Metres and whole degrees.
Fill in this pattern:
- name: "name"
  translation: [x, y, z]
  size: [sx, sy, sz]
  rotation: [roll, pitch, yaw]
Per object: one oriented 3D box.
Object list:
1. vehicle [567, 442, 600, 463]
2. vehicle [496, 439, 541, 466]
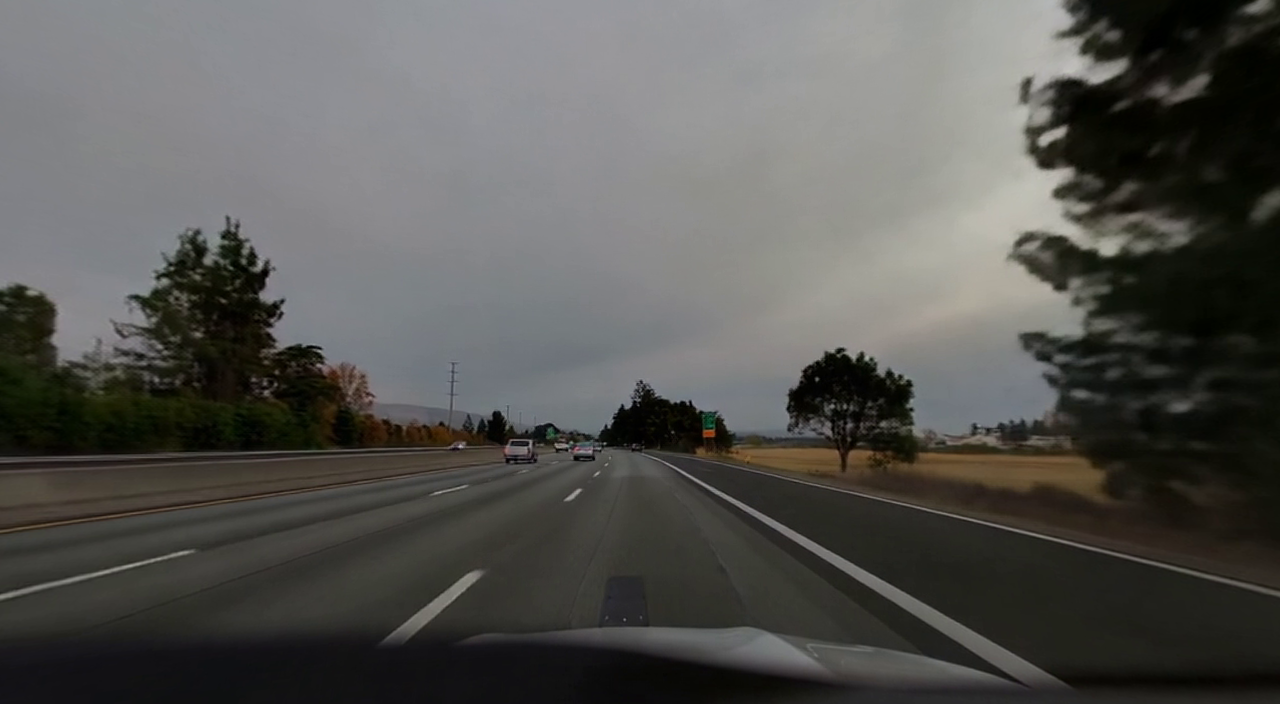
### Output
- name: "vehicle"
  translation: [-4.106, 7.400, 46.323]
  size: [2.075, 1.516, 4.212]
  rotation: [0, -8, -1]
- name: "vehicle"
  translation: [-7.911, 6.564, 41.249]
  size: [2.080, 1.632, 4.332]
  rotation: [0, -8, -1]
